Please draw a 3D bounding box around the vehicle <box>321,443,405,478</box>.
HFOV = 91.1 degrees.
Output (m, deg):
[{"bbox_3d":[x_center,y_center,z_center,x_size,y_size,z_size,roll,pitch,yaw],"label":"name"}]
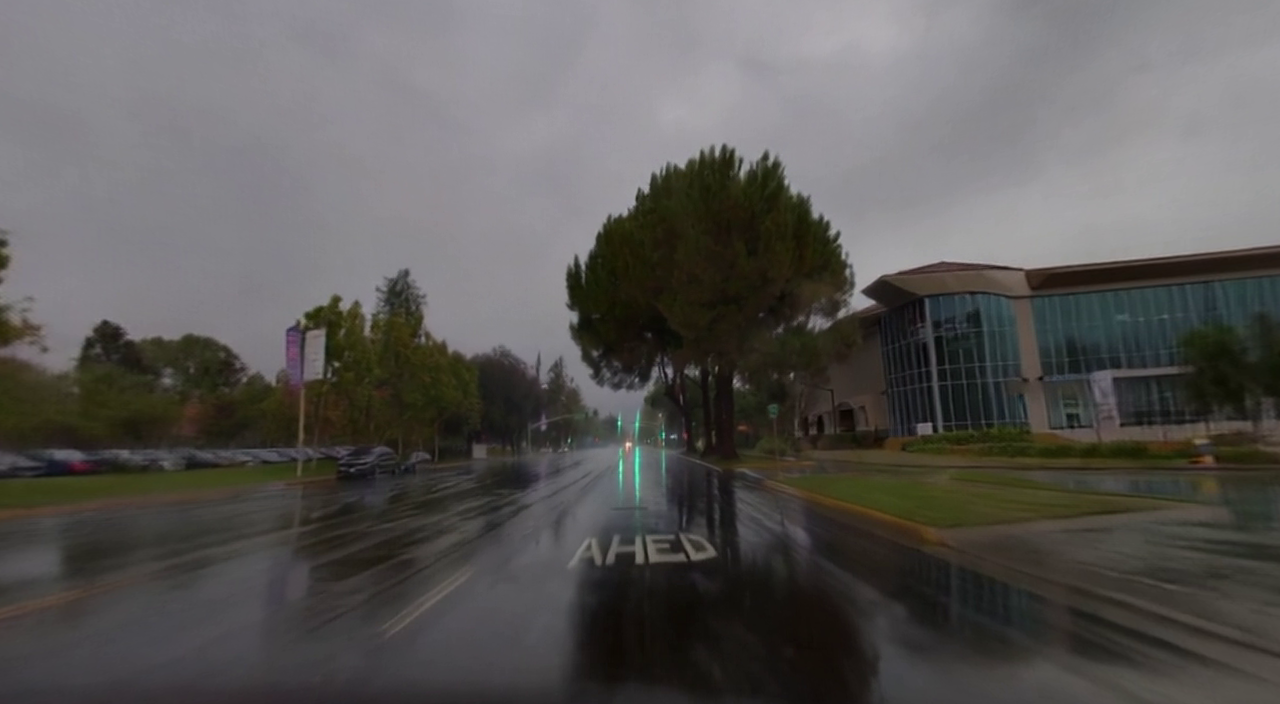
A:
[{"bbox_3d":[-17.338,6.798,39.719,2.617,1.997,5.830,0,-9,0],"label":"vehicle"}]
